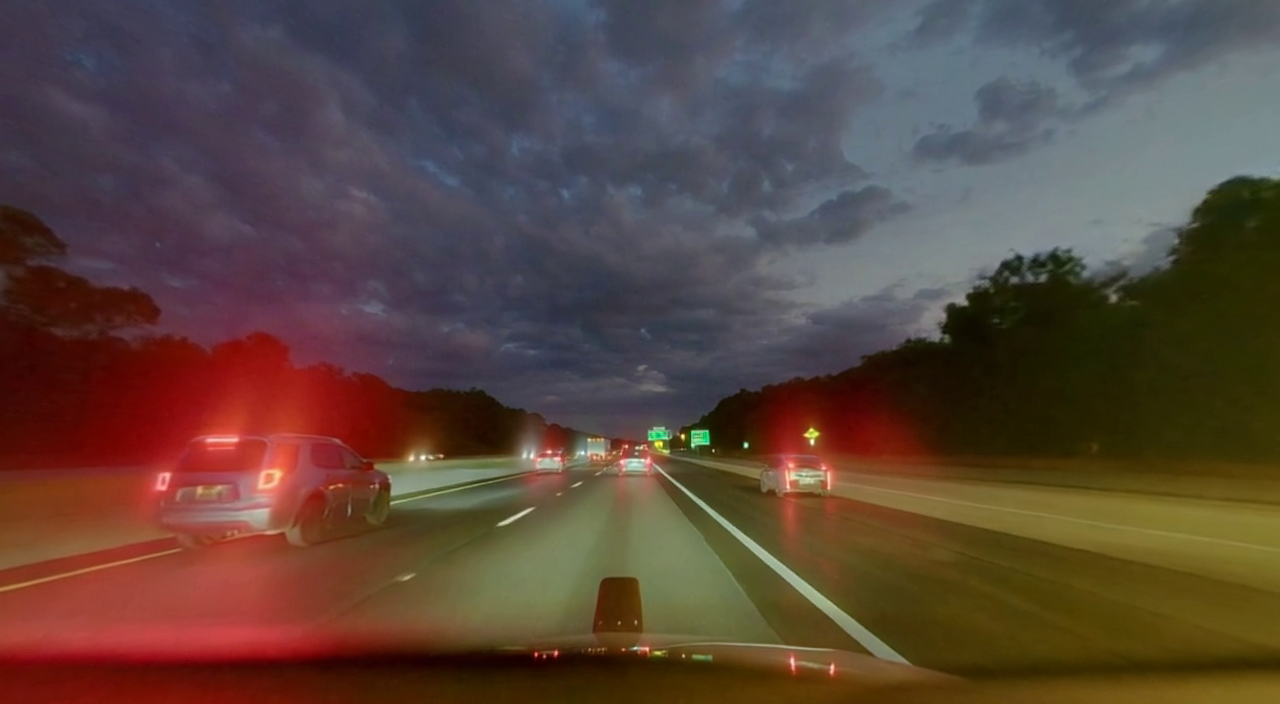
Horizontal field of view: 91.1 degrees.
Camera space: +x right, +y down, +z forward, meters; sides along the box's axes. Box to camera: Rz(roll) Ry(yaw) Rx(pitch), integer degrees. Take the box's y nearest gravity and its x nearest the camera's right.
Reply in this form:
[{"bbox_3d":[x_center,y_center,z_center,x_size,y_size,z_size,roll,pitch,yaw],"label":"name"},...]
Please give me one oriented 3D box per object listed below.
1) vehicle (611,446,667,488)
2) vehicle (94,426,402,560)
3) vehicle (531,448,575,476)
[{"bbox_3d":[-0.057,4.293,23.780,1.940,1.451,3.512,0,-9,-1],"label":"vehicle"},{"bbox_3d":[-5.609,2.055,9.837,2.058,1.626,4.118,0,-9,2],"label":"vehicle"},{"bbox_3d":[-4.928,6.269,36.182,1.892,1.481,4.180,0,-9,0],"label":"vehicle"}]
